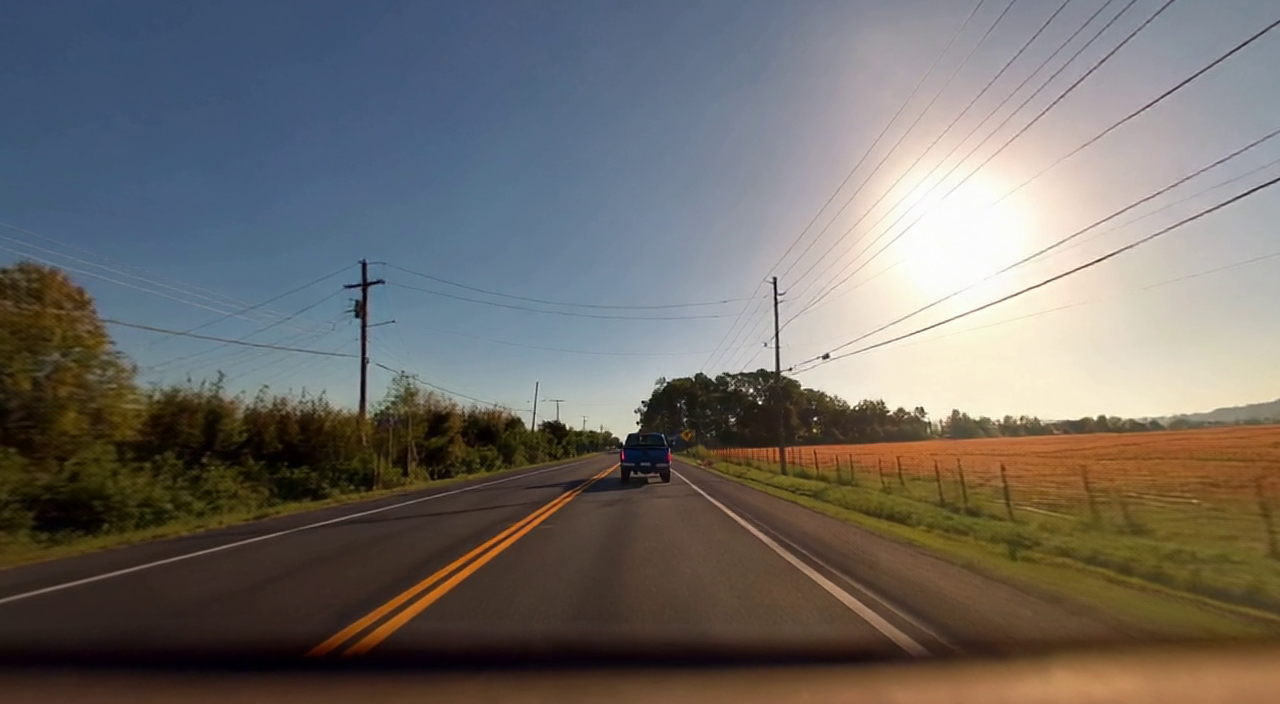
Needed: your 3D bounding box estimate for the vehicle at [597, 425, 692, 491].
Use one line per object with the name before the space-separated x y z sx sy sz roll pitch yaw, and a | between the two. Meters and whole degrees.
vehicle | 0.098 3.837 23.246 2.921 2.031 7.416 0 -9 -1
